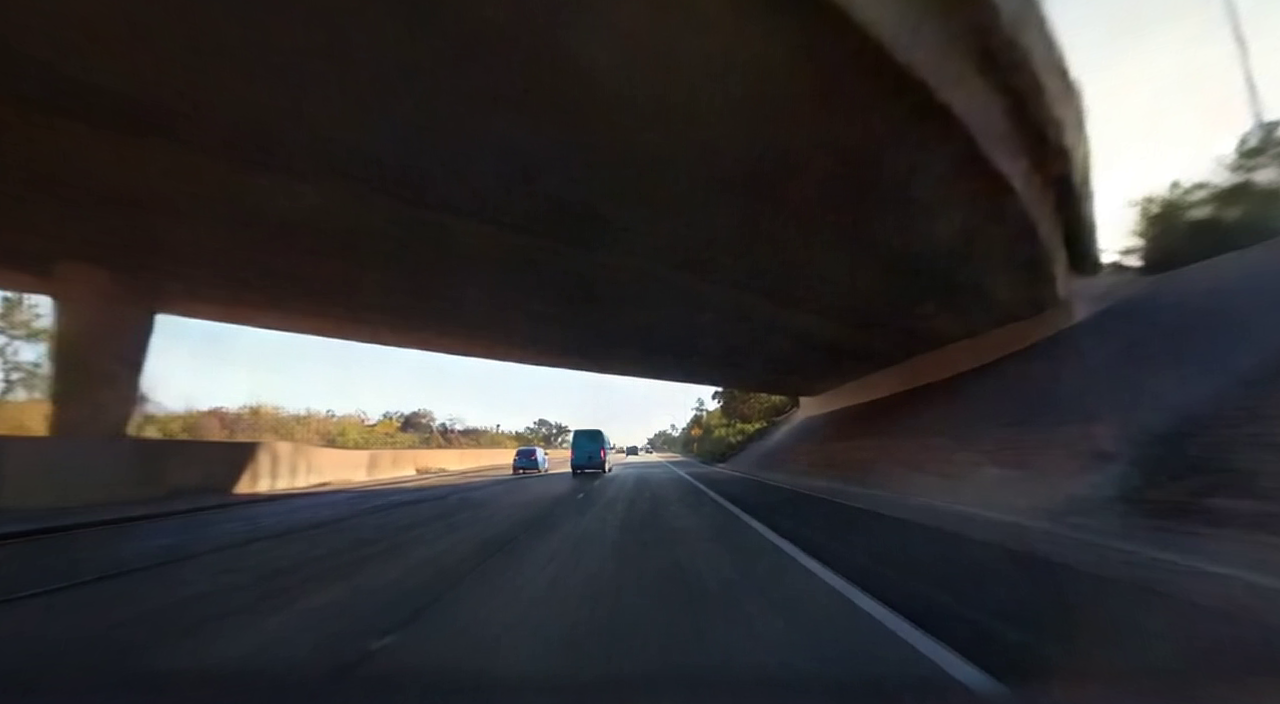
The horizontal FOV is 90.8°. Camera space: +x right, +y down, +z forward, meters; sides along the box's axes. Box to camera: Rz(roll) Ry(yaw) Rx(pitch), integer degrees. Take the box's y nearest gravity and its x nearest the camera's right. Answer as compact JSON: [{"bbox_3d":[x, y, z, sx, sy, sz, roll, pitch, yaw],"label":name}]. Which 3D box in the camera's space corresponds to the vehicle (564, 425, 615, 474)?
[{"bbox_3d":[-2.814,5.694,36.800,2.437,2.565,5.829,0,-9,1],"label":"vehicle"}]

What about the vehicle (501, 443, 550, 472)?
[{"bbox_3d":[-7.066,6.585,39.431,2.164,1.664,4.252,0,-9,1],"label":"vehicle"}]
